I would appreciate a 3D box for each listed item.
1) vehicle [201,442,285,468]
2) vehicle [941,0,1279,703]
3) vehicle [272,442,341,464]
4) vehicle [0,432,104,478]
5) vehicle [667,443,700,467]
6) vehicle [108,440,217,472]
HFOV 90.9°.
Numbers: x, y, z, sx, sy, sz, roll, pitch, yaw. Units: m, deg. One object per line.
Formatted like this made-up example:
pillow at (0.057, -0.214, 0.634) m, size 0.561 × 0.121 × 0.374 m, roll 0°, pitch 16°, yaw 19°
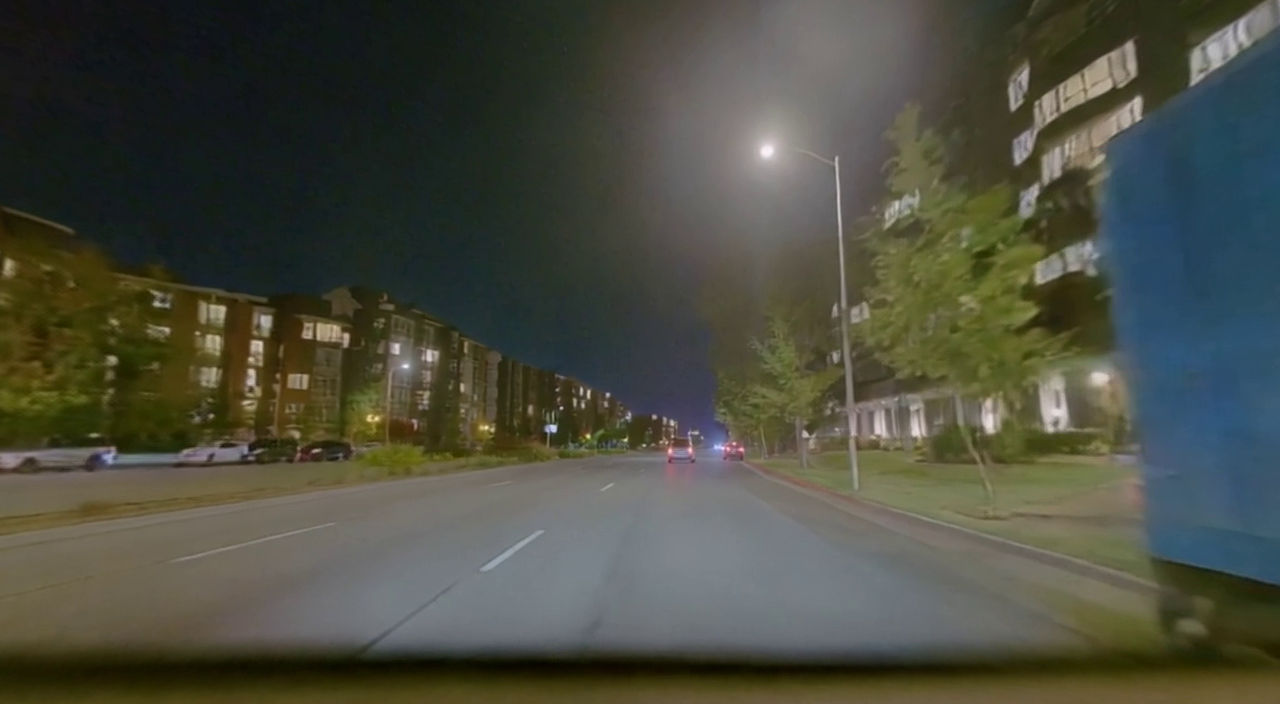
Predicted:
vehicle at (-23.628, 6.145, 37.733) m, size 1.772 × 1.447 × 4.582 m, roll -1°, pitch -9°, yaw 5°
vehicle at (3.879, -0.137, 0.796) m, size 2.945 × 3.277 × 8.473 m, roll 0°, pitch -8°, yaw 1°
vehicle at (-22.992, 6.965, 43.601) m, size 1.814 × 1.484 × 4.474 m, roll -1°, pitch -9°, yaw 9°
vehicle at (-24.521, 4.113, 25.279) m, size 2.008 × 1.668 × 4.379 m, roll 0°, pitch -8°, yaw 3°
vehicle at (2.587, 6.162, 37.838) m, size 1.871 × 1.370 × 4.206 m, roll -1°, pitch -8°, yaw 4°
vehicle at (-23.925, 5.218, 31.789) m, size 1.900 × 1.489 × 4.361 m, roll -1°, pitch -9°, yaw 3°
